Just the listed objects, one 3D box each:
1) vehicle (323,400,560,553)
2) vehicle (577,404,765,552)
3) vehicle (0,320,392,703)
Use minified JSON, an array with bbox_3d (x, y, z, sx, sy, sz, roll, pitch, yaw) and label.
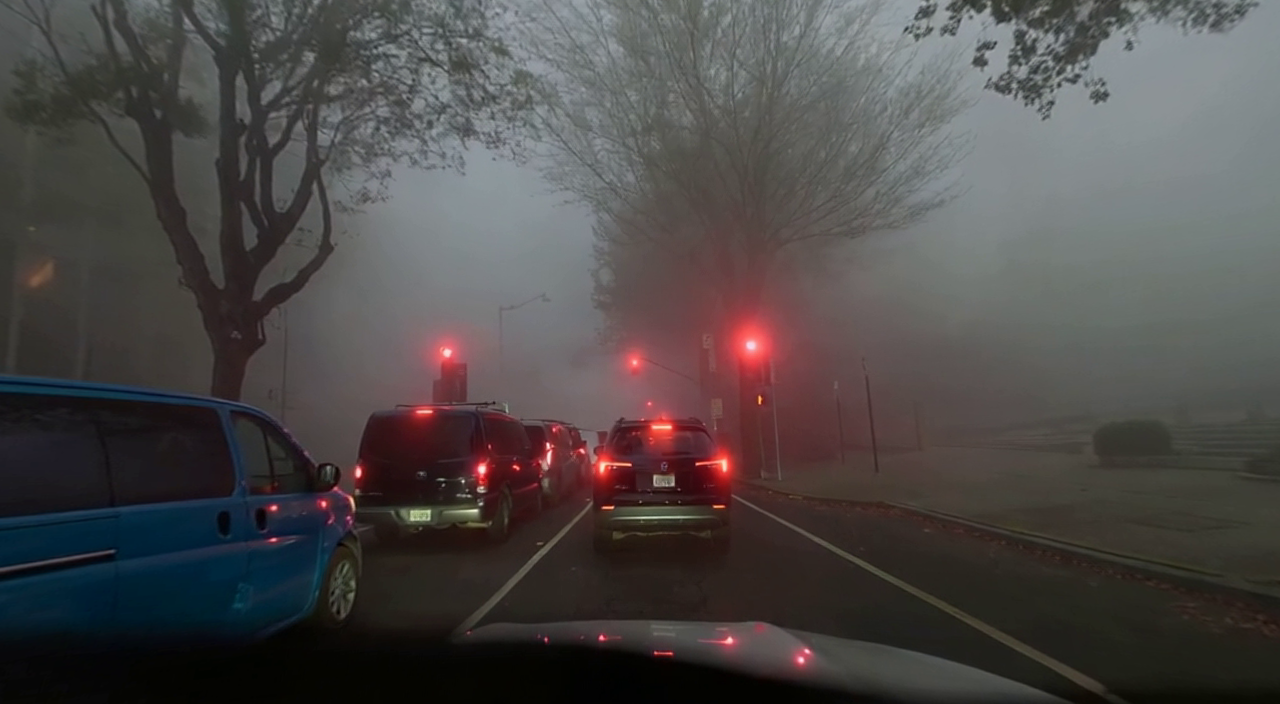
[{"bbox_3d":[-2.642,1.811,9.806,2.124,1.799,4.587,0,-8,1],"label":"vehicle"},{"bbox_3d":[0.370,1.770,9.439,2.205,1.727,3.917,0,-8,0],"label":"vehicle"},{"bbox_3d":[-3.173,0.973,3.590,1.940,1.722,3.823,0,-8,0],"label":"vehicle"}]
